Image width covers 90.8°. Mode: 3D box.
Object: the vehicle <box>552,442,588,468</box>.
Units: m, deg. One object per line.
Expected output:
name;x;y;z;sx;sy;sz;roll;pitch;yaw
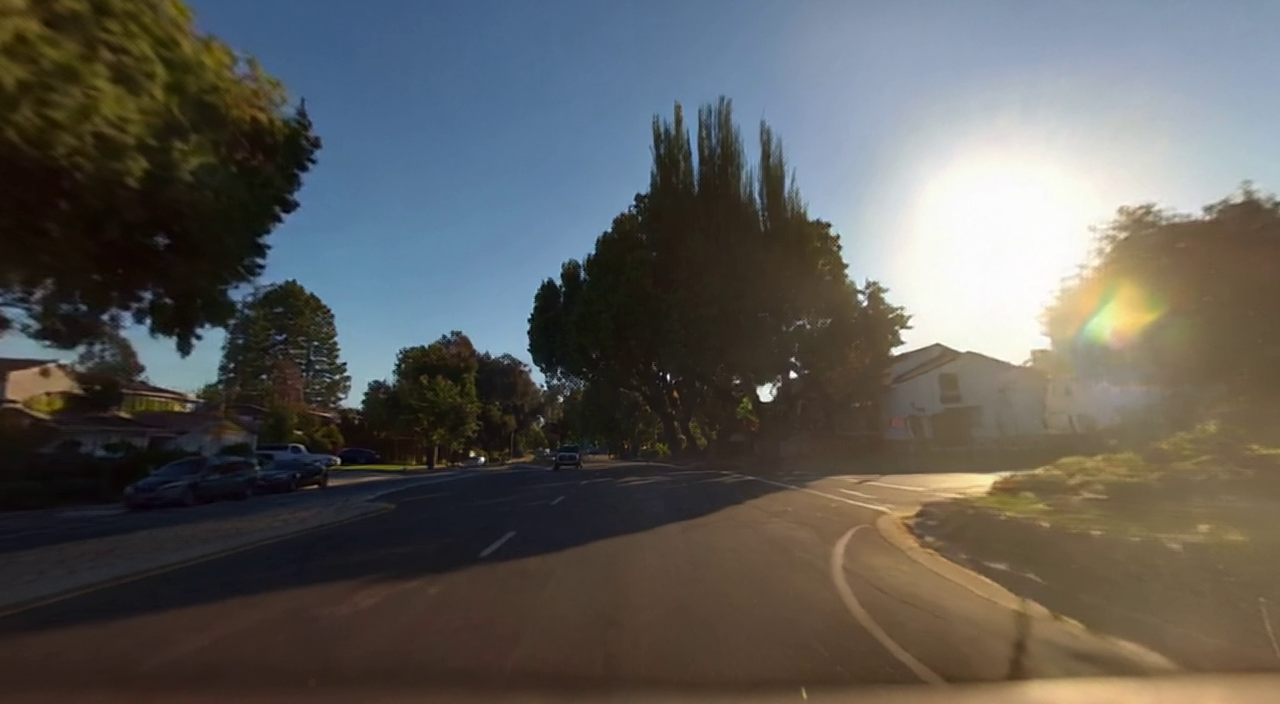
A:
vehicle;-5.002;7.440;45.783;2.135;1.731;4.232;0;-9;-1

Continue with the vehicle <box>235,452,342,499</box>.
vehicle;-14.483;5.052;26.384;1.968;1.727;4.548;0;-8;-2

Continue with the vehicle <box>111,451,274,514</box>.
vehicle;-14.368;4.159;20.708;1.966;1.760;4.604;0;-8;-1
